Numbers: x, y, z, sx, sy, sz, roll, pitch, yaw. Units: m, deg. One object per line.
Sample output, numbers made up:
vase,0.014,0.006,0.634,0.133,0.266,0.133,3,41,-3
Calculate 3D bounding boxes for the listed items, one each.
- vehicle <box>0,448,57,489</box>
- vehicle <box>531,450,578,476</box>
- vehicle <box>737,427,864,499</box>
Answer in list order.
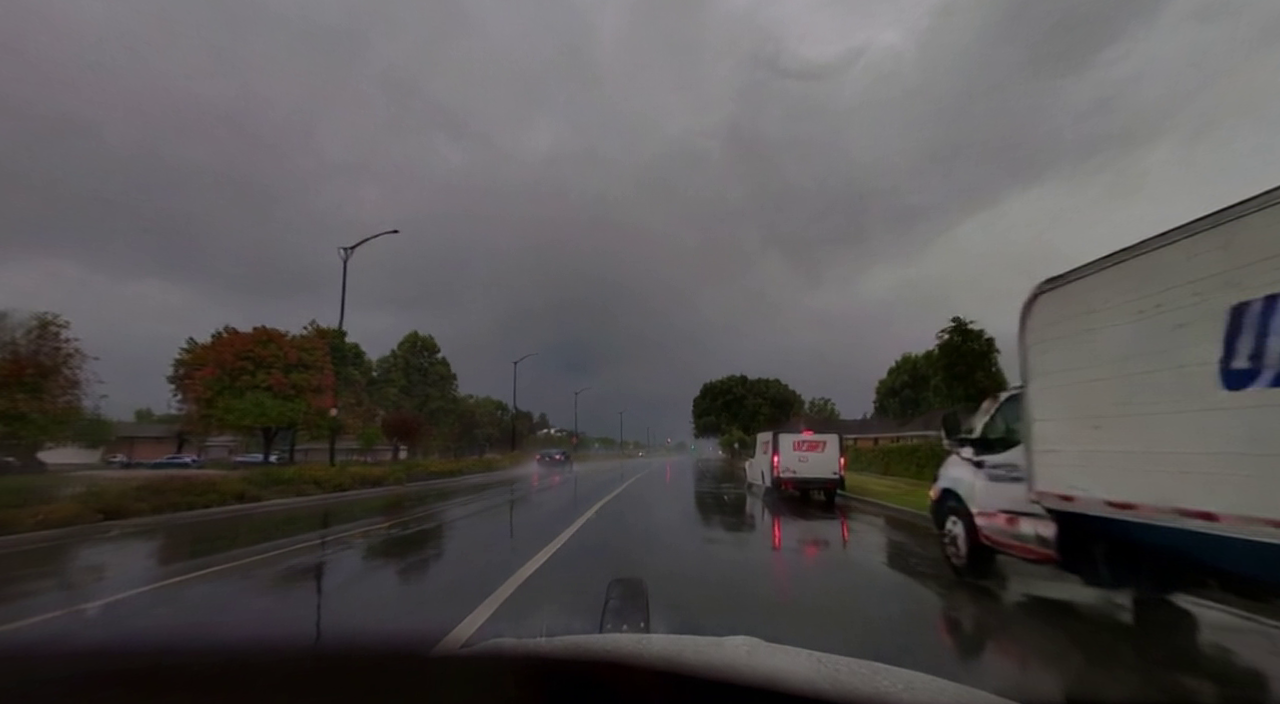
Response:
vehicle,-27.784,5.158,28.128,2.118,1.670,4.487,7,-12,-38
vehicle,-5.188,6.776,38.725,2.060,1.473,4.645,0,-9,2
vehicle,5.055,3.673,21.228,2.695,2.013,6.661,0,-9,2
